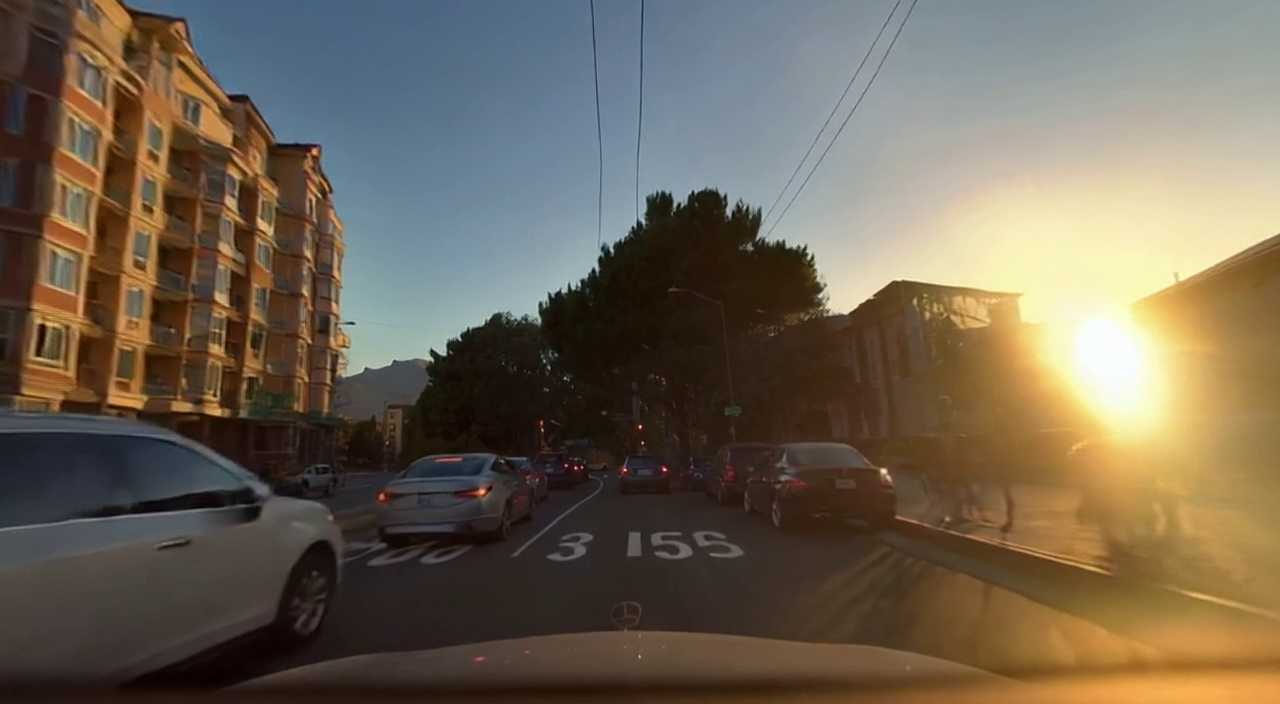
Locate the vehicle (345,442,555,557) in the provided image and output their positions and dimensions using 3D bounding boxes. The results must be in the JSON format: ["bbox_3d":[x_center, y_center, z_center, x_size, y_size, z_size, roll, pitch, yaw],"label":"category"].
[{"bbox_3d":[-2.798,2.271,10.576,2.109,1.477,4.509,0,-8,0],"label":"vehicle"}]

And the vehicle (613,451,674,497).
[{"bbox_3d":[0.075,4.417,23.171,2.026,1.496,3.701,0,-8,-1],"label":"vehicle"}]

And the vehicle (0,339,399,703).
[{"bbox_3d":[-3.031,0.972,2.988,2.065,1.705,4.353,0,-8,0],"label":"vehicle"}]

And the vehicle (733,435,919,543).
[{"bbox_3d":[2.934,2.249,11.092,1.933,1.501,4.349,0,-8,0],"label":"vehicle"}]
